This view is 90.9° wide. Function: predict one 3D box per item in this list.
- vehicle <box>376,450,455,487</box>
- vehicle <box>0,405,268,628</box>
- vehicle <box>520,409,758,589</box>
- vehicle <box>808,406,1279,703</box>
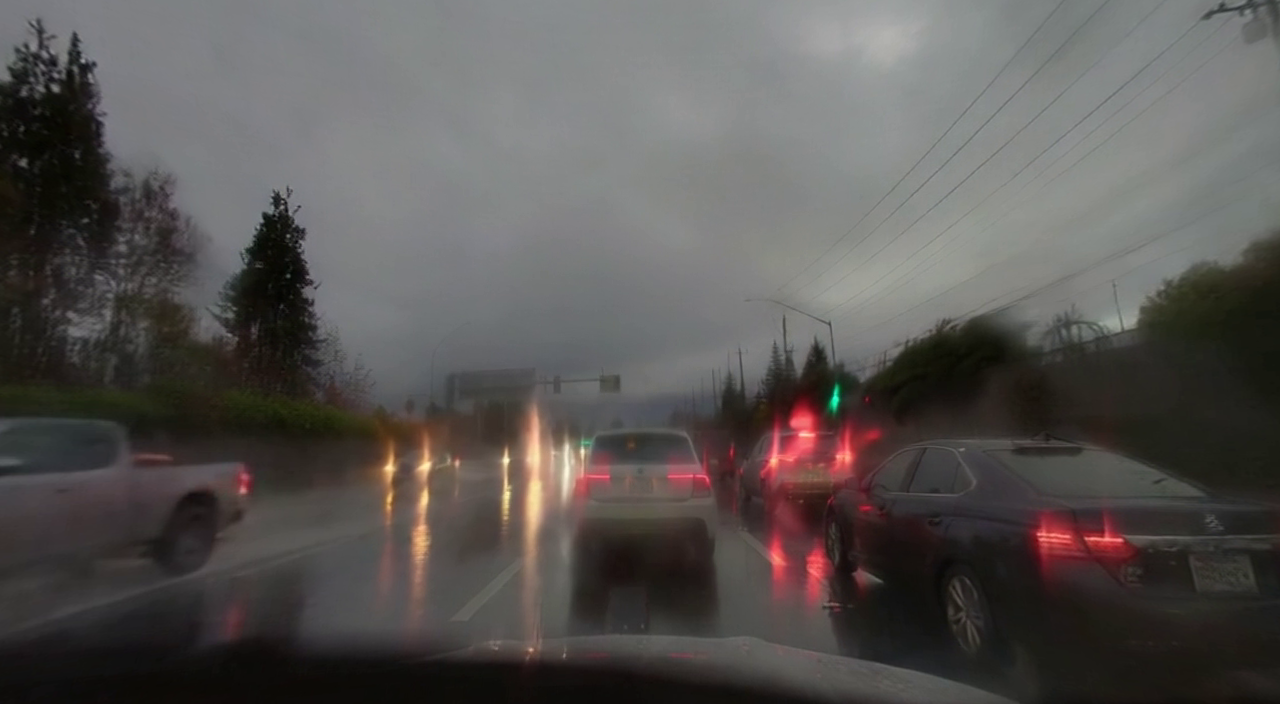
[{"bbox_3d":[-9.809,5.083,27.898,1.921,1.471,4.137,0,-8,1],"label":"vehicle"},{"bbox_3d":[-6.198,1.478,6.117,2.253,1.751,4.700,0,-8,1],"label":"vehicle"},{"bbox_3d":[0.008,1.671,7.985,2.200,1.653,4.127,0,-8,0],"label":"vehicle"},{"bbox_3d":[2.894,1.308,4.991,1.950,1.487,4.275,0,-8,0],"label":"vehicle"}]
